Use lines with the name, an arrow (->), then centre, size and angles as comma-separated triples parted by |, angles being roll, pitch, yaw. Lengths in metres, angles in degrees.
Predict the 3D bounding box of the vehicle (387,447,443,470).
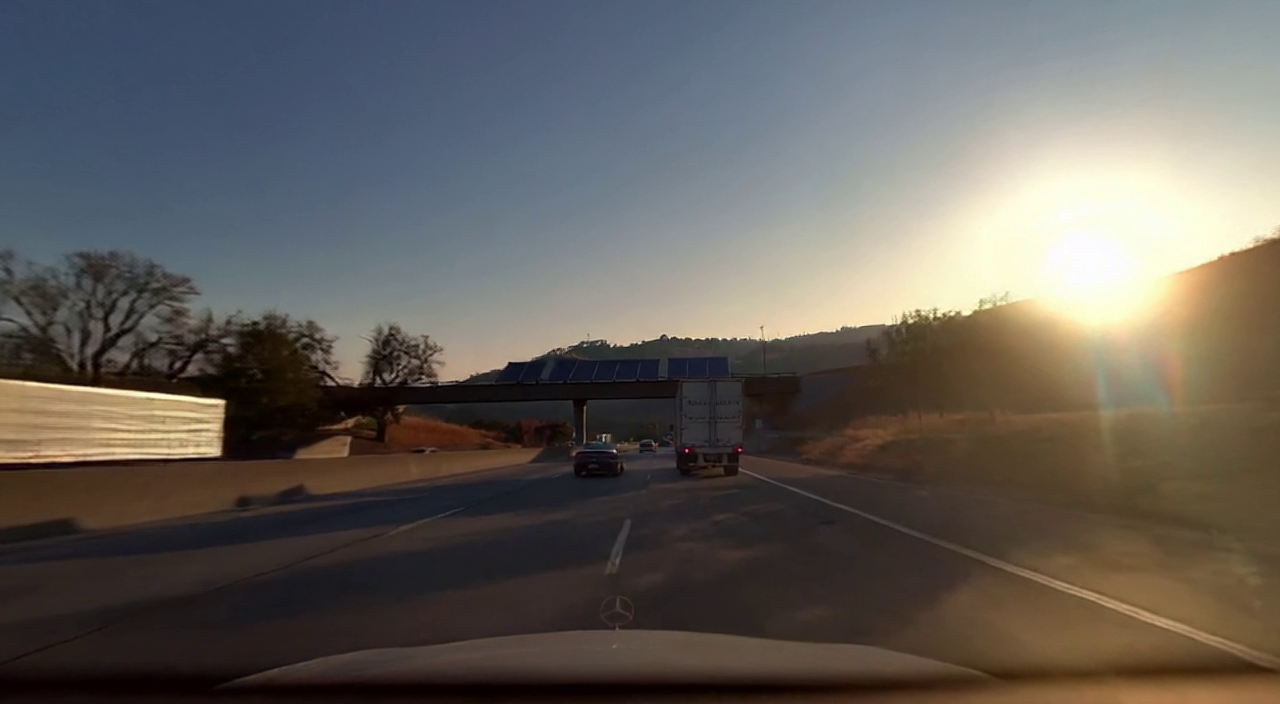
vehicle -> -15.828, 7.491, 44.473 | 2.056, 1.520, 4.610 | -1, -8, 3

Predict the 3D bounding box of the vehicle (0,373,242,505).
vehicle -> -21.379, 3.343, 23.931 | 2.898, 4.112, 13.805 | -1, -8, 3

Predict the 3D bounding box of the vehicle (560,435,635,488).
vehicle -> -1.313, 3.629, 21.236 | 2.066, 1.581, 4.268 | -1, -8, 2

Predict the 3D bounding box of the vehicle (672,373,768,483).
vehicle -> 2.904, 3.228, 26.042 | 2.967, 3.633, 10.015 | -1, -8, 2
